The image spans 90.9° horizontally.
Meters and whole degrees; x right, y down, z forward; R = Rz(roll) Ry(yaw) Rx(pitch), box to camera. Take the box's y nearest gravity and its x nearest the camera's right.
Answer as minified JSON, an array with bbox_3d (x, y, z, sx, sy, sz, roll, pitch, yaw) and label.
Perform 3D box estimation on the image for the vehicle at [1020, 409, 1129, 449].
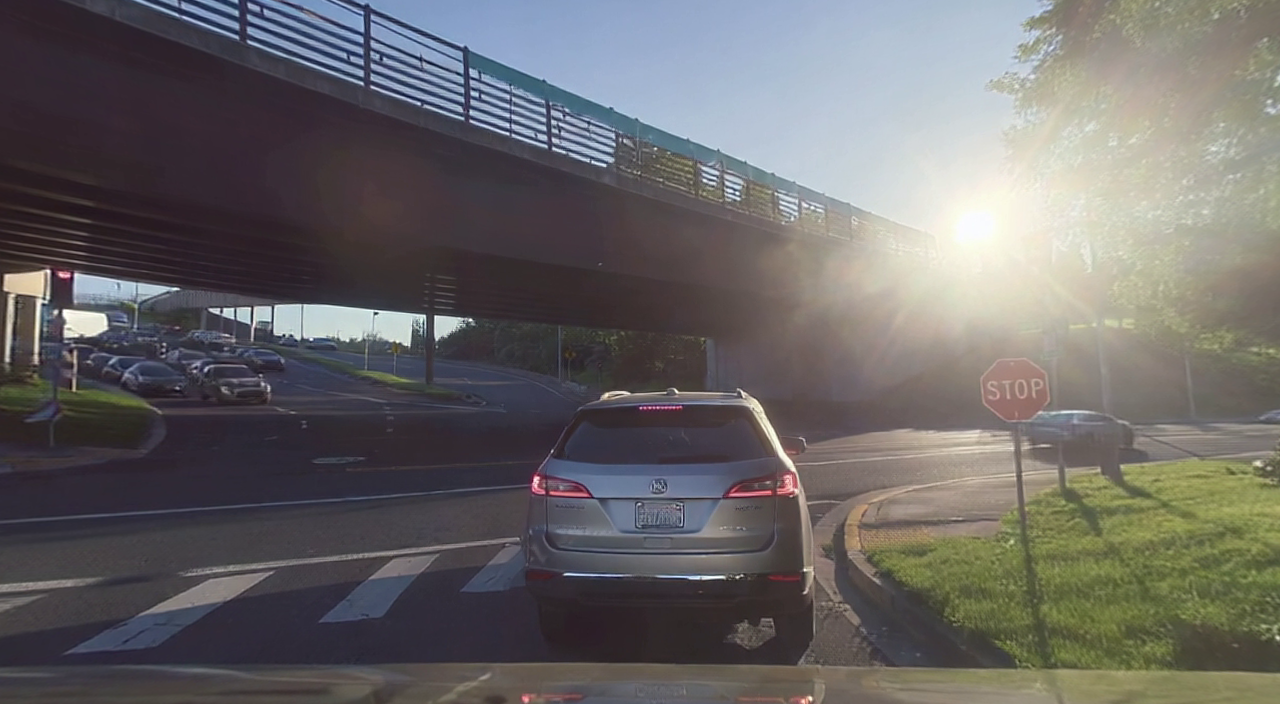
[{"bbox_3d":[21.488,3.861,31.178,5.166,1.791,2.131,4,-10,-27],"label":"vehicle"}]

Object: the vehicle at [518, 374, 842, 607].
[{"bbox_3d":[0.307,1.398,7.133,2.494,1.804,4.336,0,-9,0],"label":"vehicle"}]
